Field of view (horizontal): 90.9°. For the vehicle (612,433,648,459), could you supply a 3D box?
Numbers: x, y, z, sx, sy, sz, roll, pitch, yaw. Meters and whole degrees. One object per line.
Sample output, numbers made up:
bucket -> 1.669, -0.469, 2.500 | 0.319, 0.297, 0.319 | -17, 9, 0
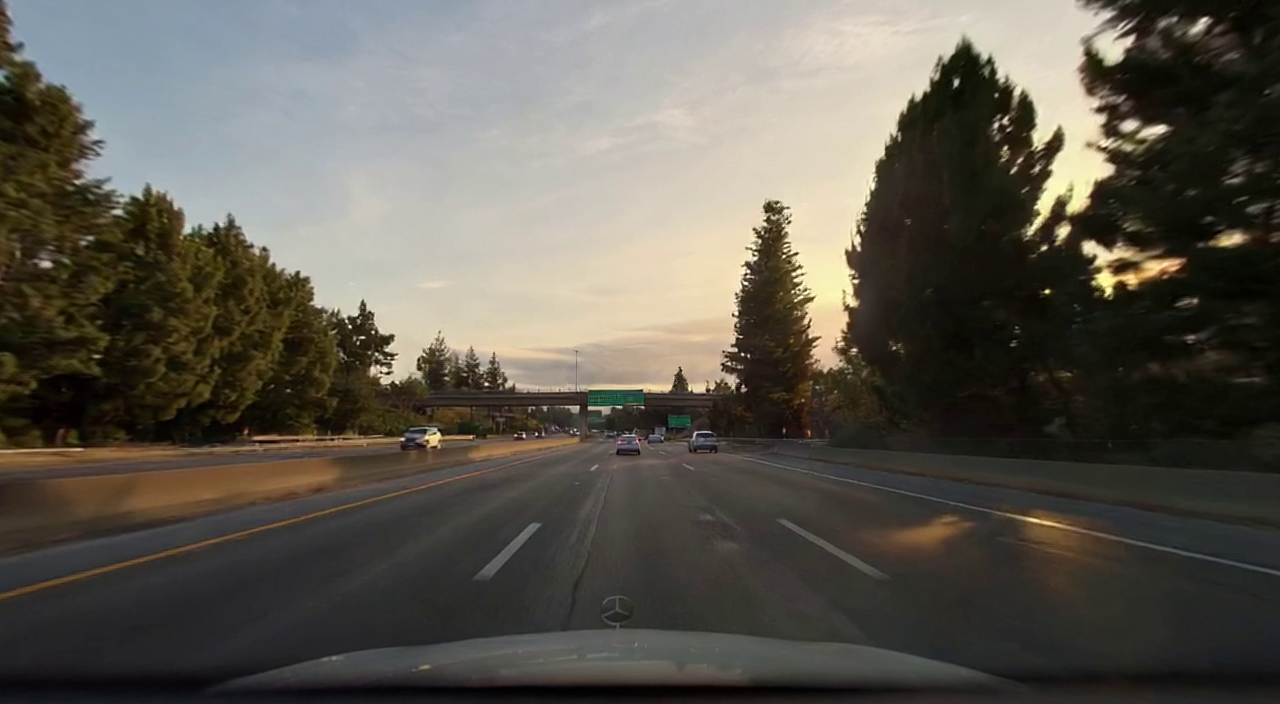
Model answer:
vehicle -> -0.618, 5.443, 36.736 | 1.987, 1.440, 3.565 | 0, -8, -2

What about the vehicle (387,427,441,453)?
vehicle -> -14.161, 5.536, 39.723 | 2.152, 1.601, 3.543 | 0, -8, -2

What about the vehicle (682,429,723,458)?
vehicle -> 3.671, 5.441, 37.656 | 1.892, 1.600, 3.782 | 0, -8, -2
